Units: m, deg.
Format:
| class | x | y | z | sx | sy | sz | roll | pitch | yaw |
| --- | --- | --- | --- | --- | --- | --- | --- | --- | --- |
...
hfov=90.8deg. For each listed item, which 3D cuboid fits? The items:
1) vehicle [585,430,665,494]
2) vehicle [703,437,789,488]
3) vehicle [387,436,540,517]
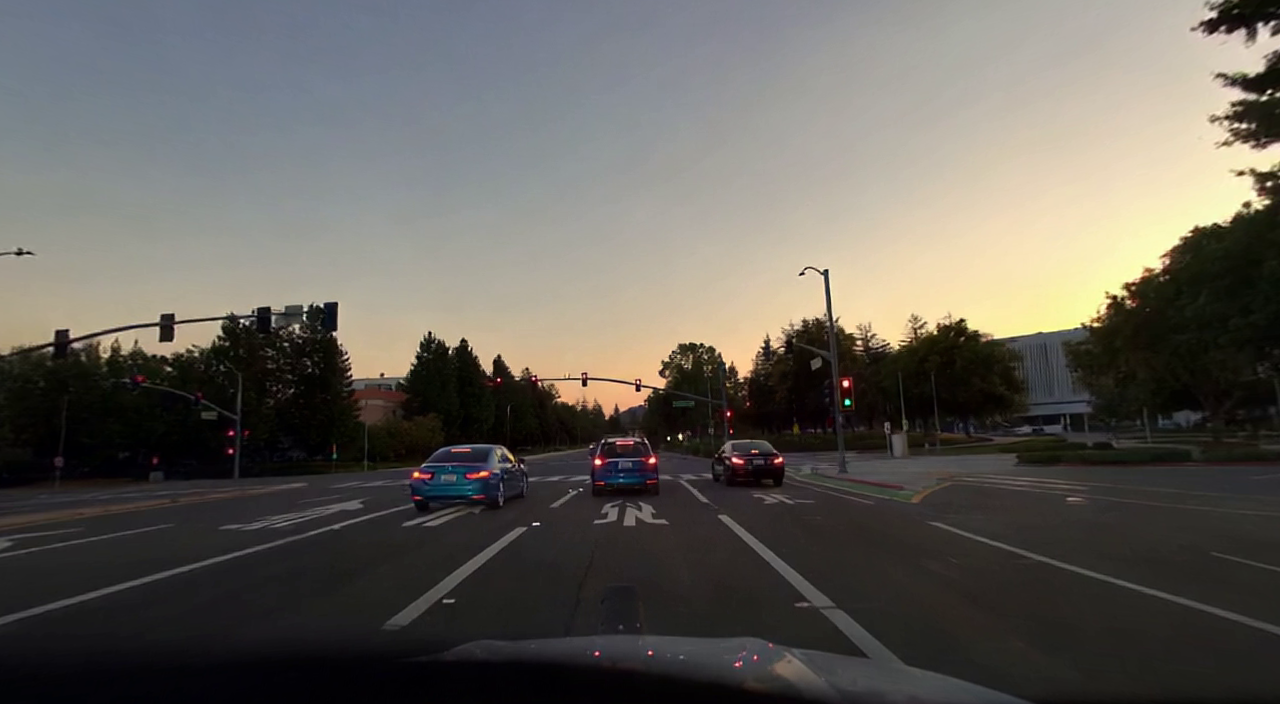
| class | x | y | z | sx | sy | sz | roll | pitch | yaw |
| --- | --- | --- | --- | --- | --- | --- | --- | --- | --- |
| vehicle | -0.378 | 3.112 | 18.170 | 2.038 | 1.599 | 3.844 | 0 | -8 | 0 |
| vehicle | 3.269 | 3.511 | 20.439 | 1.970 | 1.449 | 4.433 | 0 | -8 | -1 |
| vehicle | -3.608 | 2.626 | 13.907 | 2.052 | 1.472 | 4.479 | 0 | -8 | 0 |
